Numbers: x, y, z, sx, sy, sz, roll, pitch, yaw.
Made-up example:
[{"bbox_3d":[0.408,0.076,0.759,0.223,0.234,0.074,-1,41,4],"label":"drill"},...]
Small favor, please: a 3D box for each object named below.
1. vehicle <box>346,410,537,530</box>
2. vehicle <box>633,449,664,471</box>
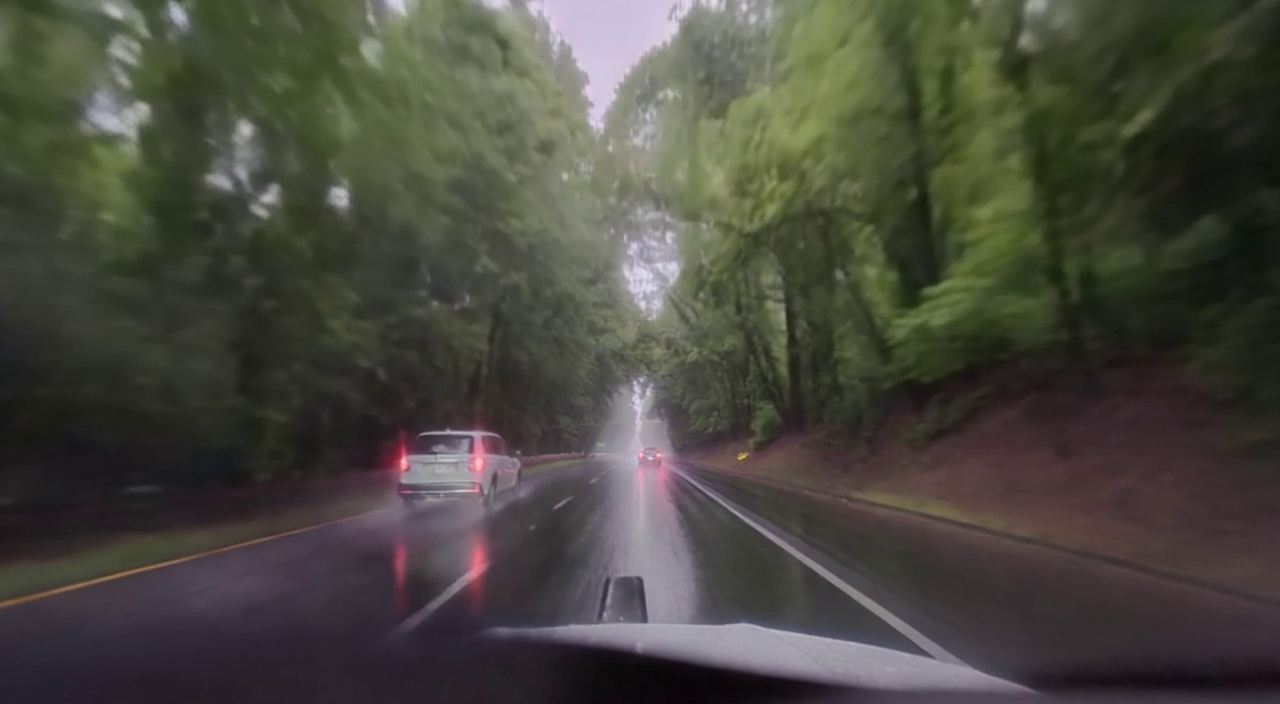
[{"bbox_3d":[-3.829,2.408,13.413,2.418,2.049,4.930,0,-9,0],"label":"vehicle"},{"bbox_3d":[0.527,7.364,43.204,2.046,1.452,4.407,0,-9,-1],"label":"vehicle"}]
